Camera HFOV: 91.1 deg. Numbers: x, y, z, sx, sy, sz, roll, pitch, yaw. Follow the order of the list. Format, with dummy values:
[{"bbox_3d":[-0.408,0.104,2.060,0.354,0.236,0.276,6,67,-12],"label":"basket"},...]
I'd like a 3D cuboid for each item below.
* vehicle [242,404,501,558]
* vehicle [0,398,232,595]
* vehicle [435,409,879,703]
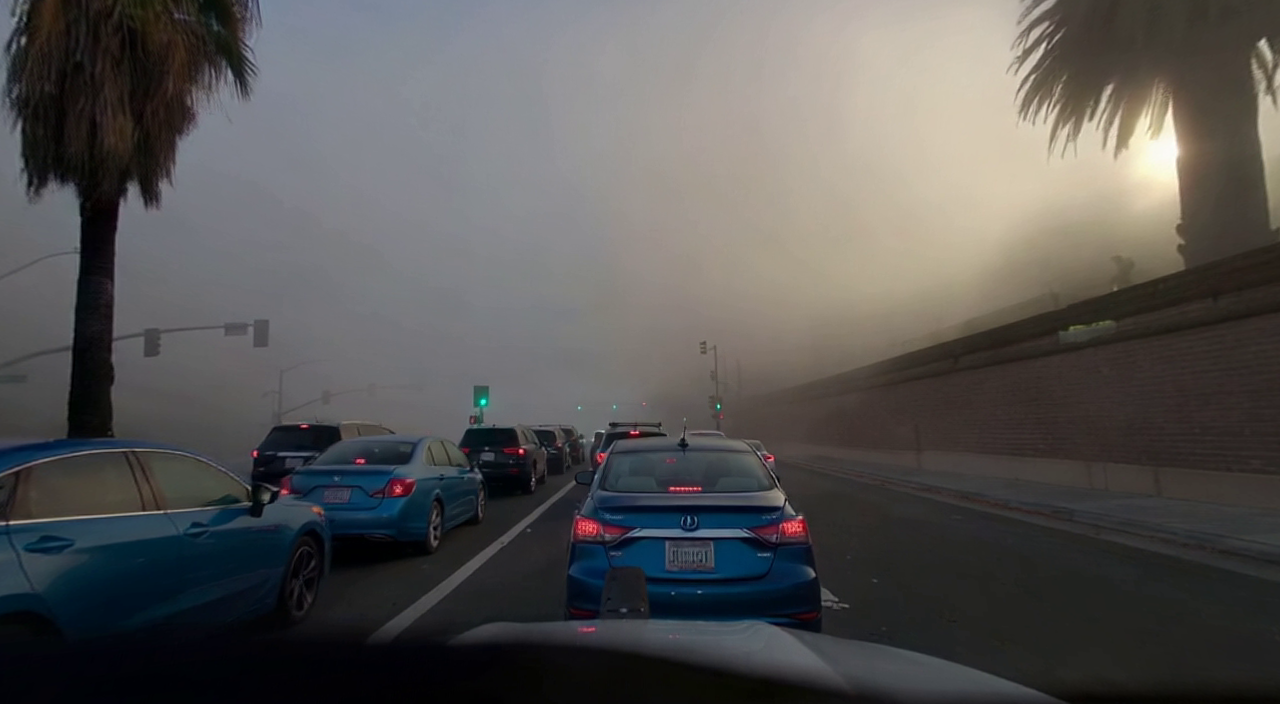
[{"bbox_3d":[-3.527,1.777,9.295,2.055,1.746,4.136,0,-8,-1],"label":"vehicle"},{"bbox_3d":[-6.670,1.406,6.409,1.963,1.721,4.662,0,-8,-2],"label":"vehicle"},{"bbox_3d":[0.039,1.337,5.215,2.128,1.473,4.272,0,-8,-1],"label":"vehicle"}]
